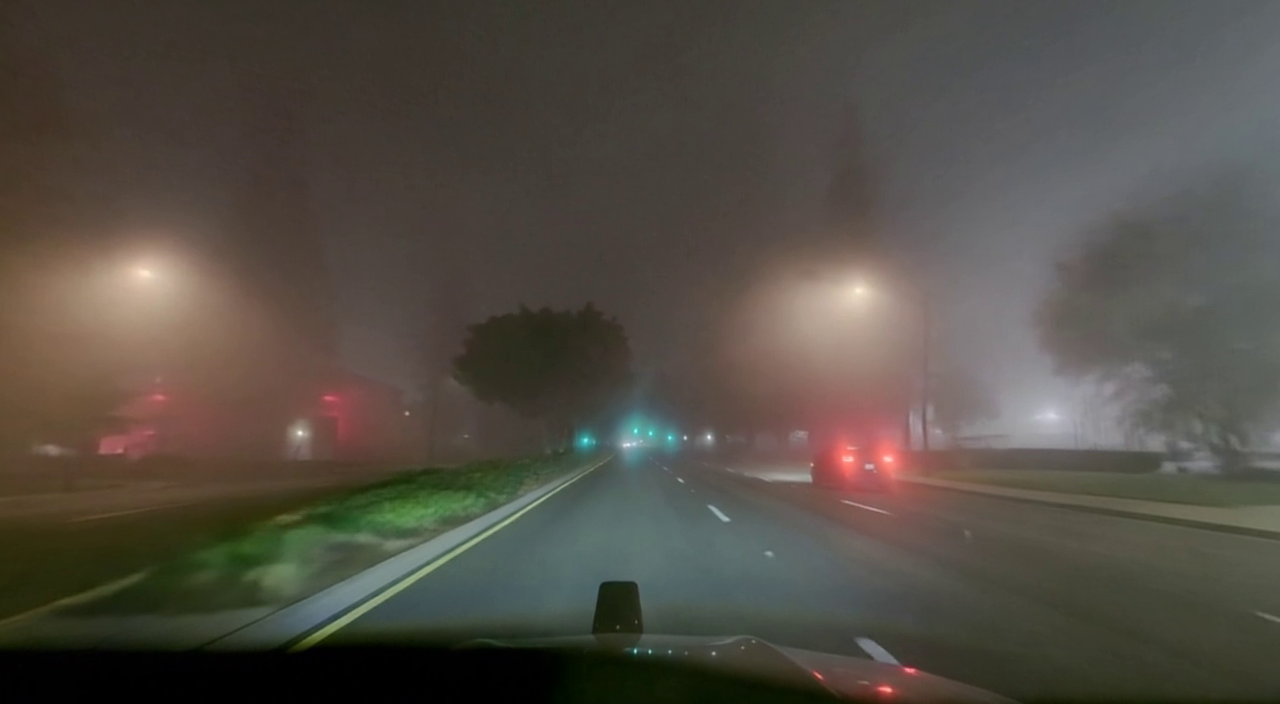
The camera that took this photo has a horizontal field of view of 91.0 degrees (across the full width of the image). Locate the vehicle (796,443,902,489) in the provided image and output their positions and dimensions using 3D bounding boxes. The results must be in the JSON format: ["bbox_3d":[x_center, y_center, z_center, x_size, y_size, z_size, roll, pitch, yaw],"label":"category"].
[{"bbox_3d":[7.068,3.897,21.871,2.054,1.421,4.487,0,-8,-1],"label":"vehicle"}]

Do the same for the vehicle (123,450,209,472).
[{"bbox_3d":[-31.827,7.305,42.324,4.210,1.442,1.867,0,-8,-1],"label":"vehicle"}]
